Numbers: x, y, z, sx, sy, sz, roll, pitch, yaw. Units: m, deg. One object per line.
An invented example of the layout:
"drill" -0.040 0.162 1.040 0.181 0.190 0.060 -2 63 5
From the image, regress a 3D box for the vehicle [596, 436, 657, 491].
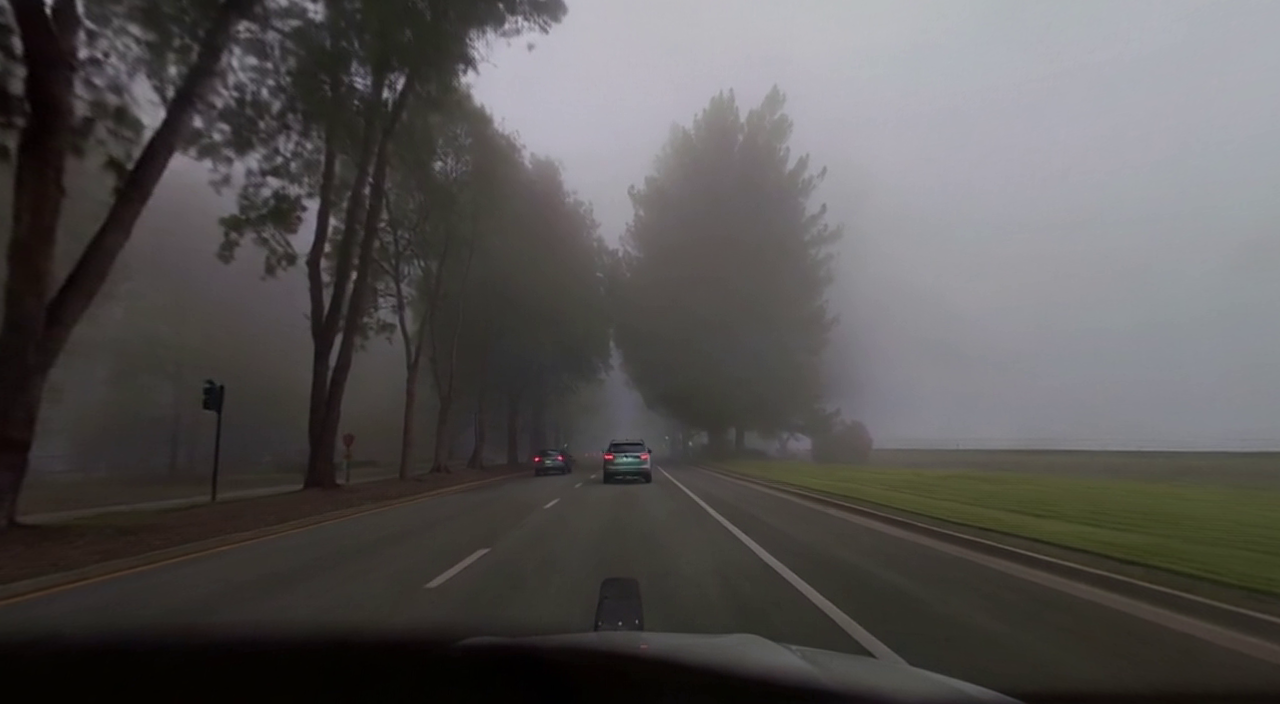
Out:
"vehicle" -0.459 3.927 22.625 2.018 1.769 3.897 0 -8 0

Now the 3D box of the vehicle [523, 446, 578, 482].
"vehicle" -4.155 5.248 29.859 1.936 1.538 4.016 0 -8 1
